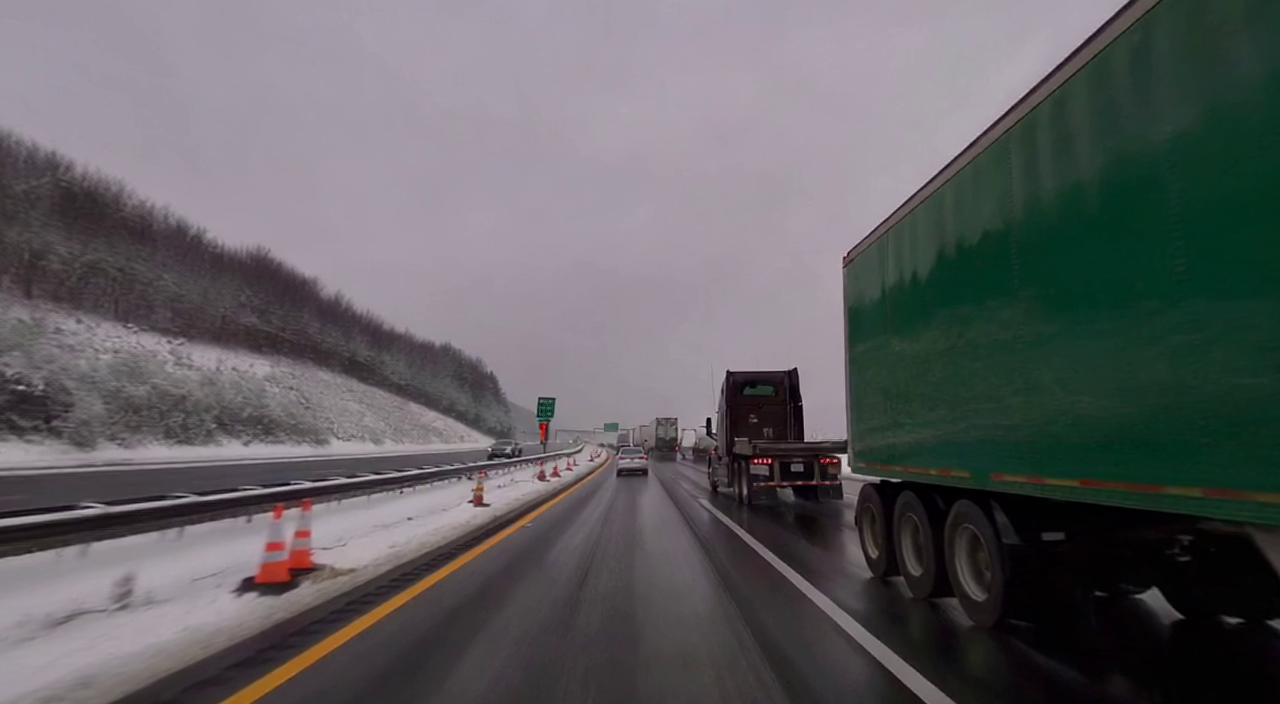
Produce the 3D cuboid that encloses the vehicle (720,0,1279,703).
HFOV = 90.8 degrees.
[{"bbox_3d":[3.567,0.788,9.621,2.874,4.065,14.243,0,-9,0],"label":"vehicle"}]

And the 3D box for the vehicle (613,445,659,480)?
[{"bbox_3d":[-0.181,4.950,28.441,1.927,1.437,3.794,0,-9,0],"label":"vehicle"}]

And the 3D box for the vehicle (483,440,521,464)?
[{"bbox_3d":[-9.539,6.954,43.916,1.806,1.550,4.127,0,-9,-1],"label":"vehicle"}]
